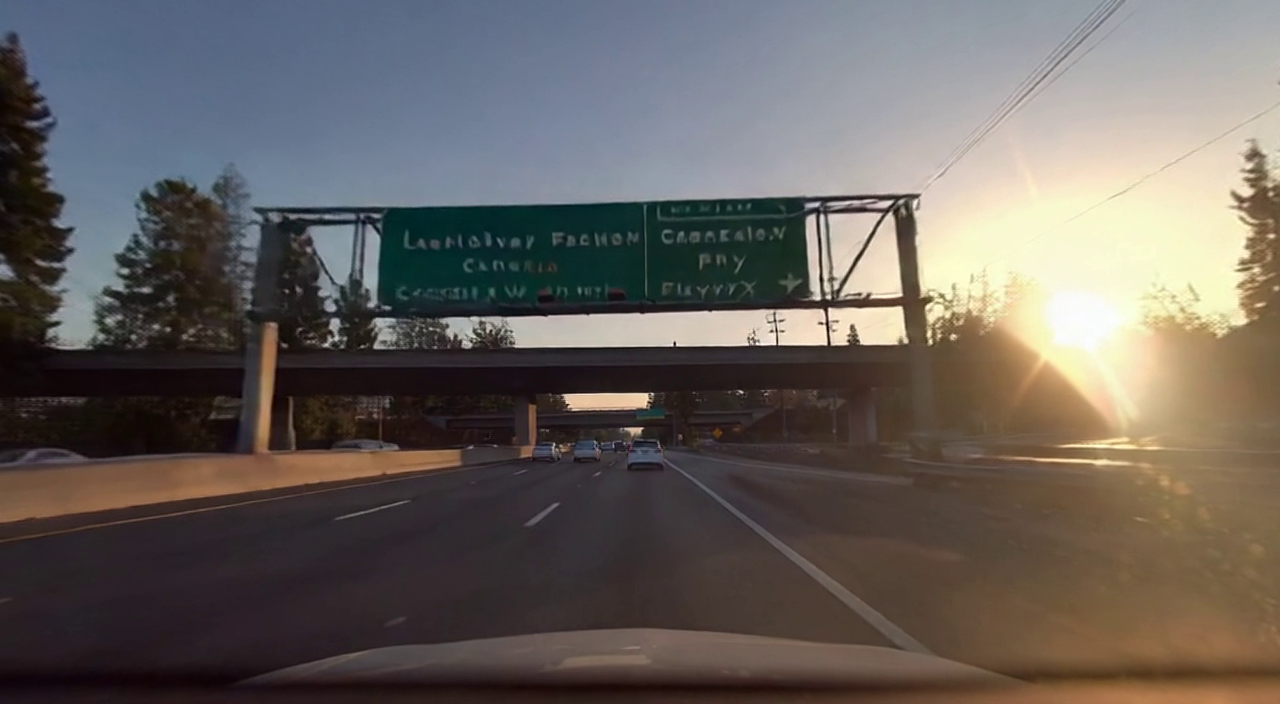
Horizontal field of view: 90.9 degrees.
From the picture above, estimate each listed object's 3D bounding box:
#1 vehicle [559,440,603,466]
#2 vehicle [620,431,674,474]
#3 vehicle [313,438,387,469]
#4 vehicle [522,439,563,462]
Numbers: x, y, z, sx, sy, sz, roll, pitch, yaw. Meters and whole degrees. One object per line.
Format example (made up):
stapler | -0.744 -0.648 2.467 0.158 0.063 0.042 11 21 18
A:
vehicle | -3.367 5.892 36.992 2.056 1.464 4.564 0 -8 1
vehicle | 0.286 4.323 27.220 2.152 1.697 4.066 0 -8 0
vehicle | -16.924 5.947 37.134 2.000 1.667 4.937 0 -8 1
vehicle | -7.199 7.334 47.024 2.139 1.653 4.614 0 -8 2
